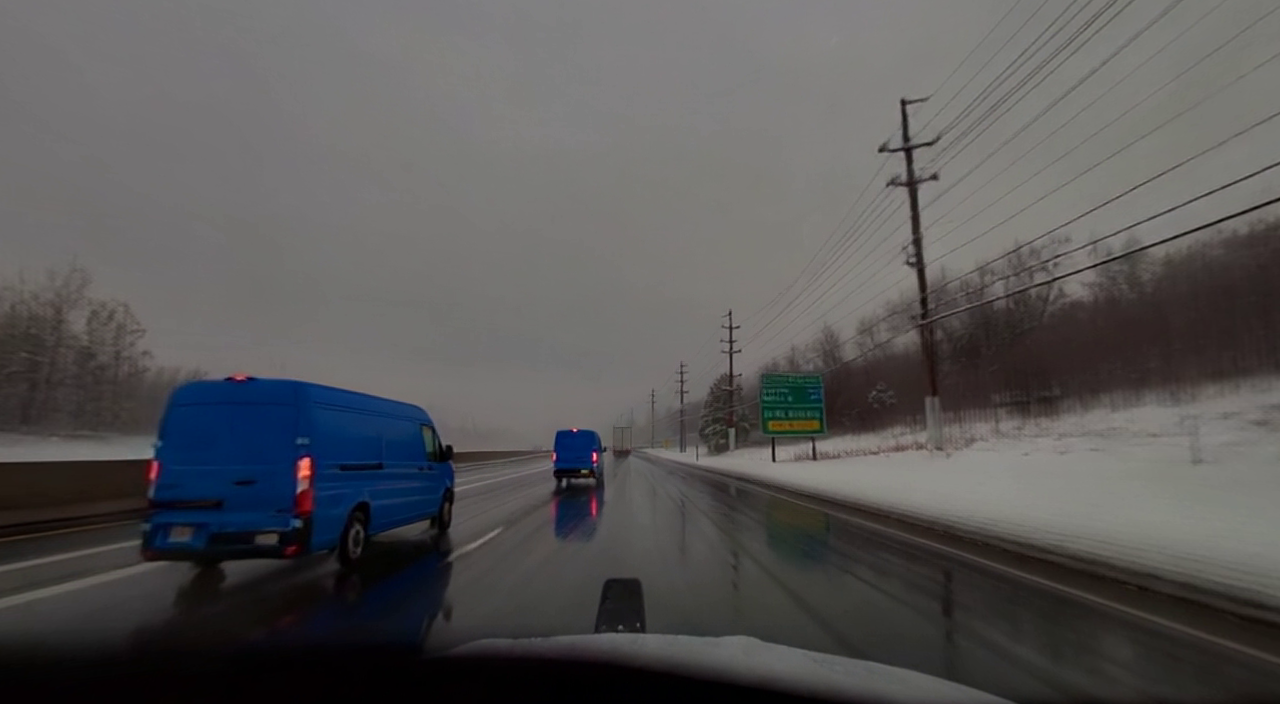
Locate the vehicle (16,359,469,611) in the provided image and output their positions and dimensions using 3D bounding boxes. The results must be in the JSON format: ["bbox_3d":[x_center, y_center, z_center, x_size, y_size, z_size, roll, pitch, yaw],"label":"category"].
[{"bbox_3d":[-3.861,1.440,7.608,2.145,2.010,4.980,0,-9,0],"label":"vehicle"}]

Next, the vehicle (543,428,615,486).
[{"bbox_3d":[-2.234,4.110,24.842,2.197,2.011,5.130,0,-9,1],"label":"vehicle"}]
